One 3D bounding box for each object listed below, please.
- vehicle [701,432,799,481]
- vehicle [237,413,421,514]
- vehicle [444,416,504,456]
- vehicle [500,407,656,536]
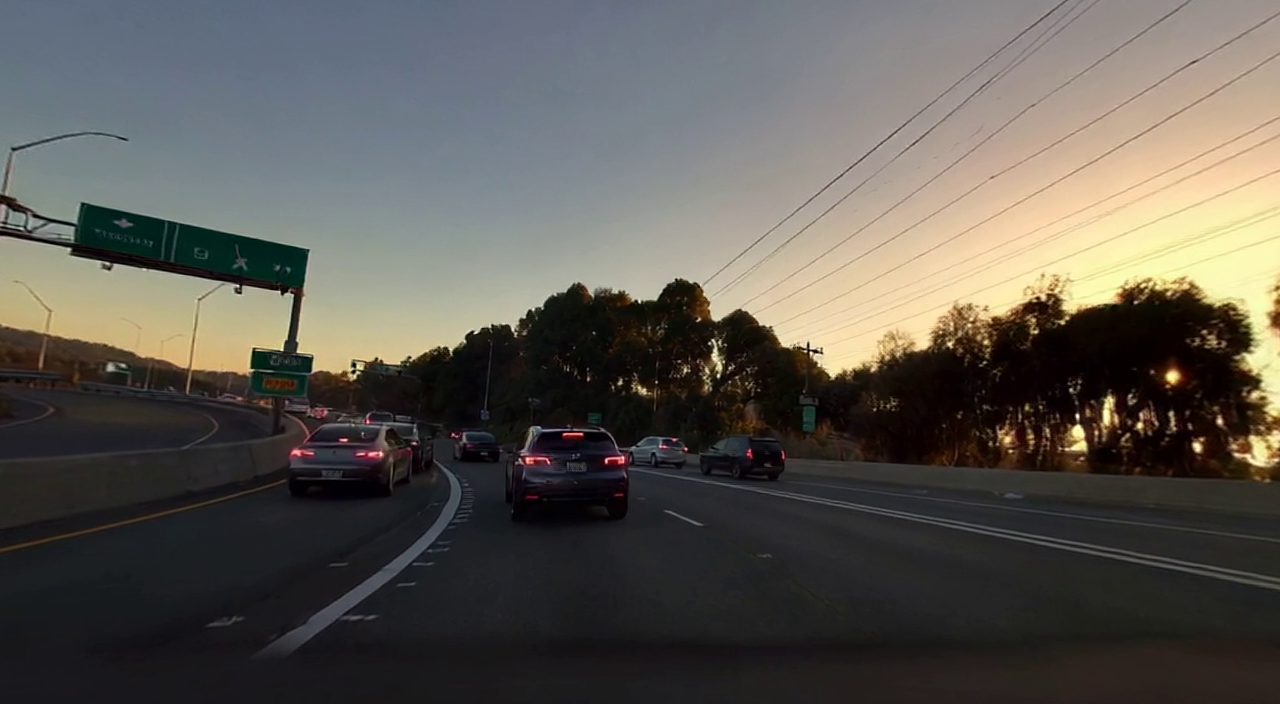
[{"bbox_3d":[4.410,4.297,26.129,2.079,1.807,4.682,2,-9,-17],"label":"vehicle"},{"bbox_3d":[-5.561,2.050,12.026,2.033,1.501,4.623,2,-9,-12],"label":"vehicle"},{"bbox_3d":[-8.283,4.193,31.153,2.042,1.817,4.650,4,-9,-24],"label":"vehicle"},{"bbox_3d":[-1.283,1.952,10.871,2.140,1.724,4.304,2,-9,-12],"label":"vehicle"}]
